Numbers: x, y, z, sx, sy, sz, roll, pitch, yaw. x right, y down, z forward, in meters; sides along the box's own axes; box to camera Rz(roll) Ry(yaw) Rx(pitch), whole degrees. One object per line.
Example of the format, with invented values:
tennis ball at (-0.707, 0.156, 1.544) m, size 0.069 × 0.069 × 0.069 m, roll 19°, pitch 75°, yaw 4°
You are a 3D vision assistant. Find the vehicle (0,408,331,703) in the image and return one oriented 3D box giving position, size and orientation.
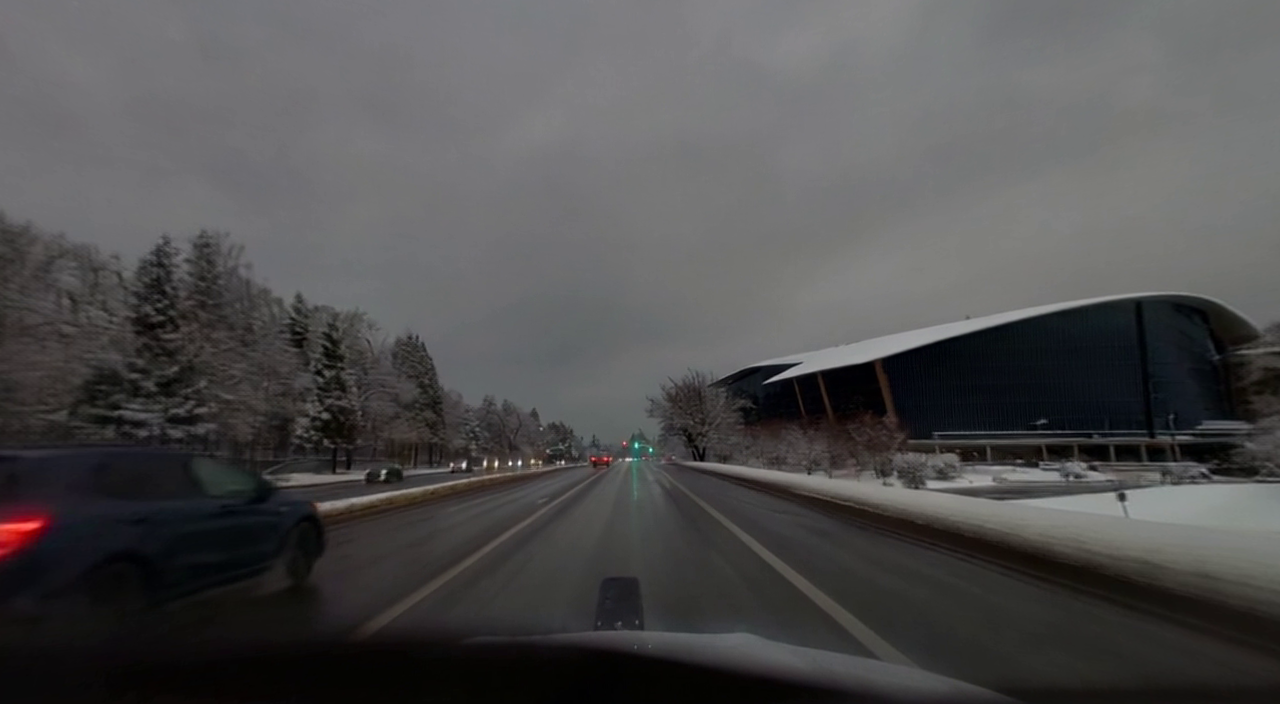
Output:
vehicle at (-4.331, 1.242, 4.485) m, size 1.936 × 1.536 × 4.627 m, roll 0°, pitch -8°, yaw 0°

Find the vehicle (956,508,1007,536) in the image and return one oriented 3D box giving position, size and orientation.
vehicle at (26.591, 13.230, 49.368) m, size 1.914 × 1.715 × 3.814 m, roll -1°, pitch -10°, yaw 2°

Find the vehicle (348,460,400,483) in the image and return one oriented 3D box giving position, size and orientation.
vehicle at (-19.498, 8.785, 46.527) m, size 1.875 × 1.475 × 4.376 m, roll 0°, pitch -8°, yaw 0°
